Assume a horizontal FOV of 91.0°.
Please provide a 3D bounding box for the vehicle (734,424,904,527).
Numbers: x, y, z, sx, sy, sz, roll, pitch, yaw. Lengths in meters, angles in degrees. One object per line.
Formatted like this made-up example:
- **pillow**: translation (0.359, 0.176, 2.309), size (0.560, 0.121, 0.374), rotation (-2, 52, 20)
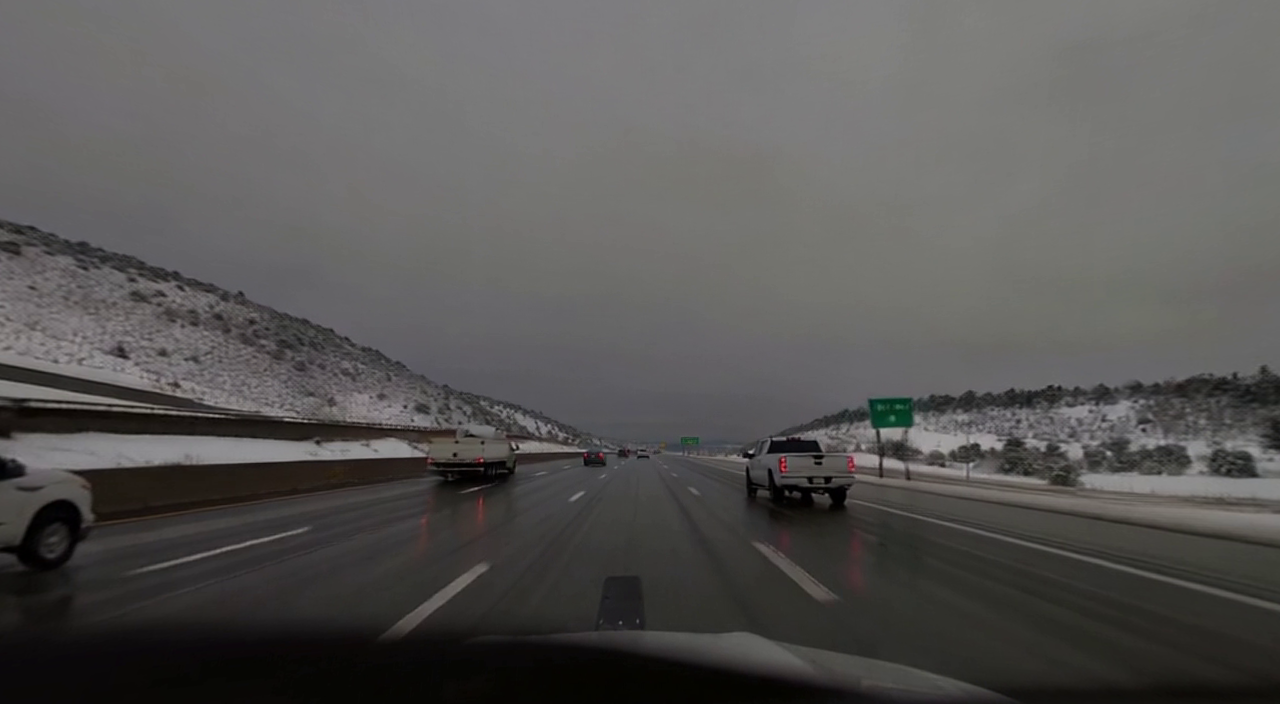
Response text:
- **vehicle**: translation (3.492, 2.531, 13.457), size (2.231, 1.789, 4.700), rotation (0, -9, 0)

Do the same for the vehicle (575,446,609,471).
- **vehicle**: translation (-3.236, 7.252, 43.194), size (2.009, 1.593, 4.378), rotation (0, -9, 0)

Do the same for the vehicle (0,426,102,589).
- **vehicle**: translation (-7.124, 1.279, 4.676), size (1.935, 1.550, 4.883), rotation (0, -9, 0)

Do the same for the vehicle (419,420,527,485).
- **vehicle**: translation (-7.111, 4.443, 27.992), size (2.937, 2.509, 7.090), rotation (0, -9, -1)
